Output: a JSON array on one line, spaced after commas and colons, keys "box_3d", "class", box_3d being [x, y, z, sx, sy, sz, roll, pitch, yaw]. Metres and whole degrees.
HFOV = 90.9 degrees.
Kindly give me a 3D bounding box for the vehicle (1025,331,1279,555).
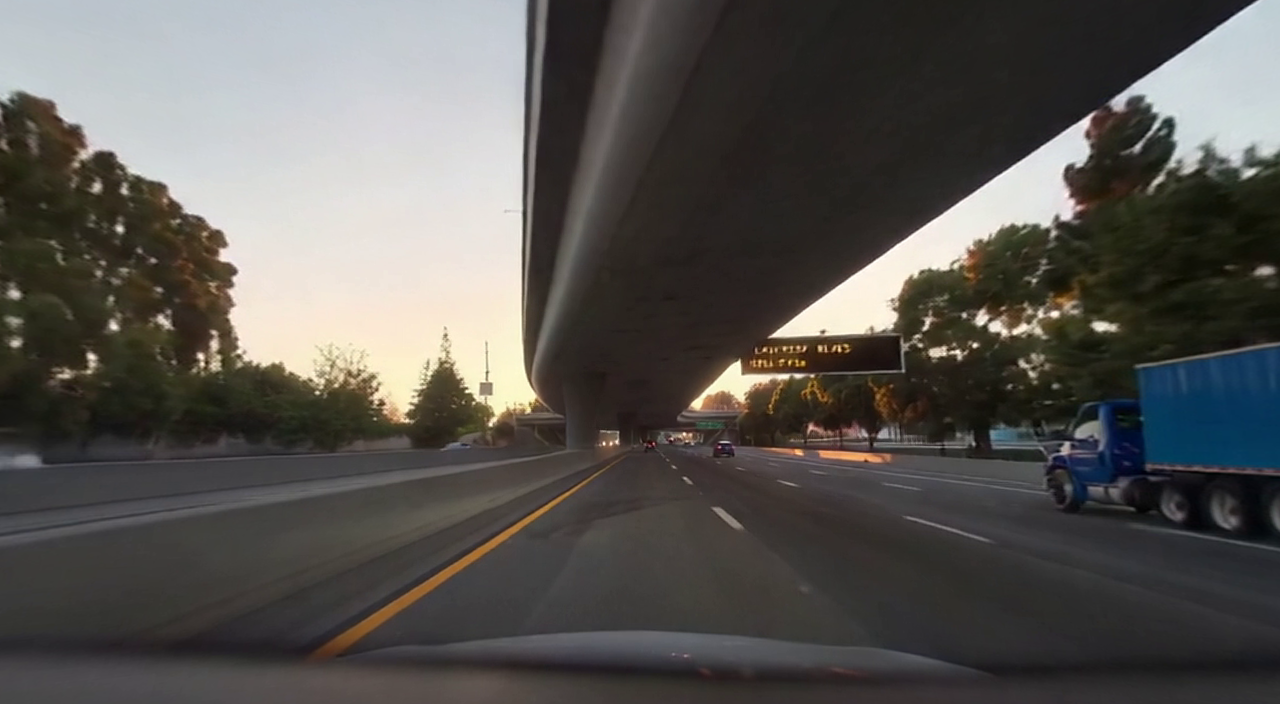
[{"box_3d": [10.767, 1.379, 9.554, 2.960, 3.207, 10.950, 0, -8, 0], "class": "vehicle"}]
